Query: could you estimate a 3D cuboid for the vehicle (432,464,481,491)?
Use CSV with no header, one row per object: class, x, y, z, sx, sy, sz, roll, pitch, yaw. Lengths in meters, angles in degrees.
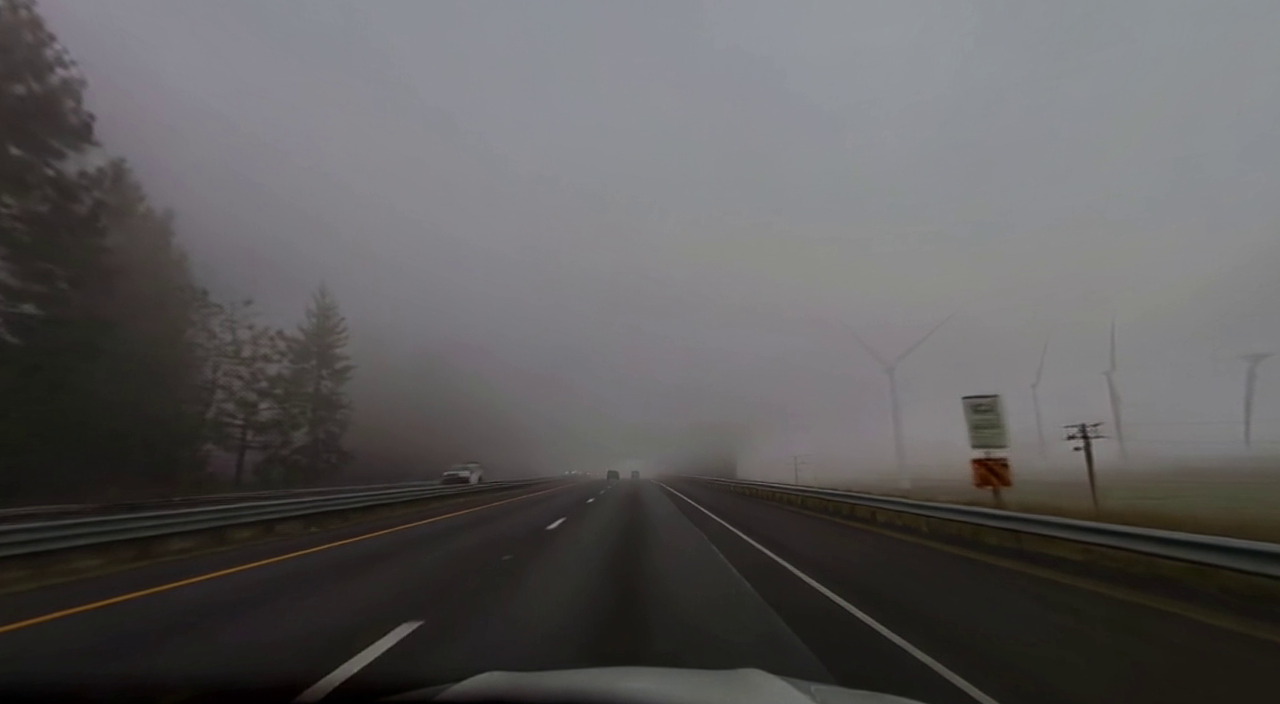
vehicle,-12.643,8.672,43.612,1.977,1.680,4.321,1,-11,1
